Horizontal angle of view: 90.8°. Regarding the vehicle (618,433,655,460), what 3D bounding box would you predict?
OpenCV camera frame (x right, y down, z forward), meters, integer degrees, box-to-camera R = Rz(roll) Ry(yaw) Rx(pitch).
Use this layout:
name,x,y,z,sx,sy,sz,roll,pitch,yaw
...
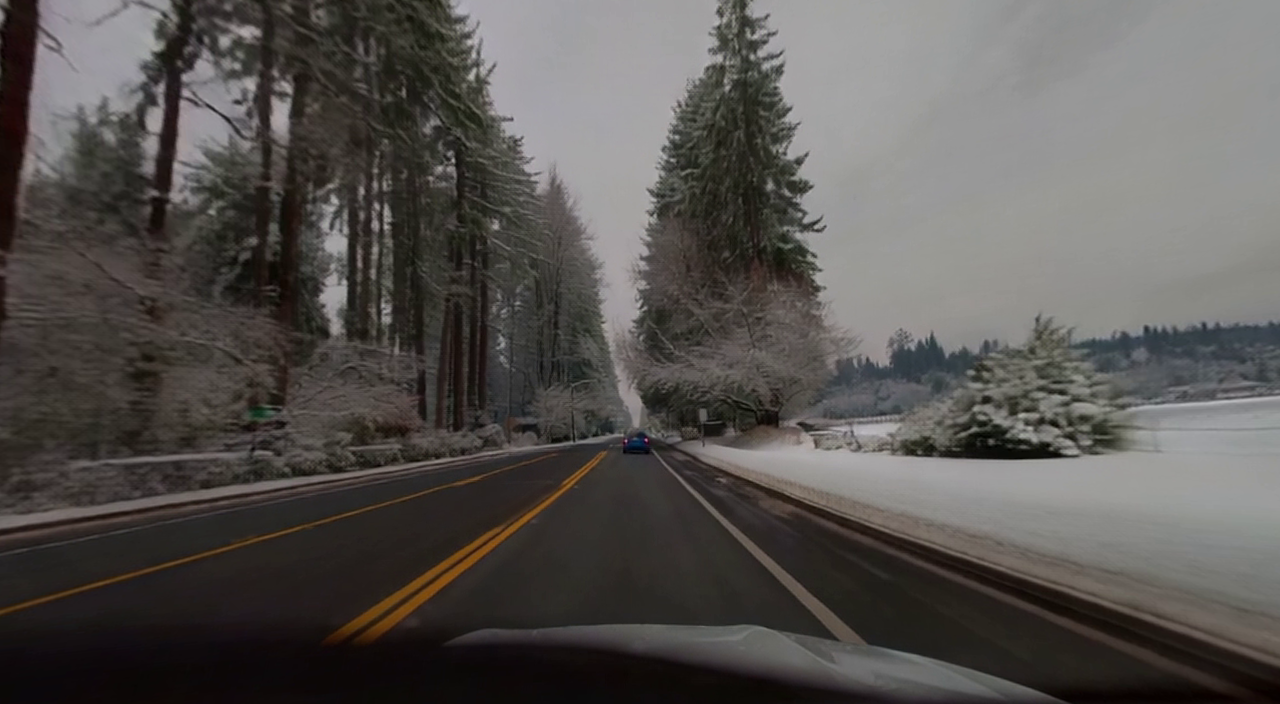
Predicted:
name,x,y,z,sx,sy,sz,roll,pitch,yaw
vehicle,-0.224,5.570,37.284,2.067,1.486,3.861,0,-9,0
